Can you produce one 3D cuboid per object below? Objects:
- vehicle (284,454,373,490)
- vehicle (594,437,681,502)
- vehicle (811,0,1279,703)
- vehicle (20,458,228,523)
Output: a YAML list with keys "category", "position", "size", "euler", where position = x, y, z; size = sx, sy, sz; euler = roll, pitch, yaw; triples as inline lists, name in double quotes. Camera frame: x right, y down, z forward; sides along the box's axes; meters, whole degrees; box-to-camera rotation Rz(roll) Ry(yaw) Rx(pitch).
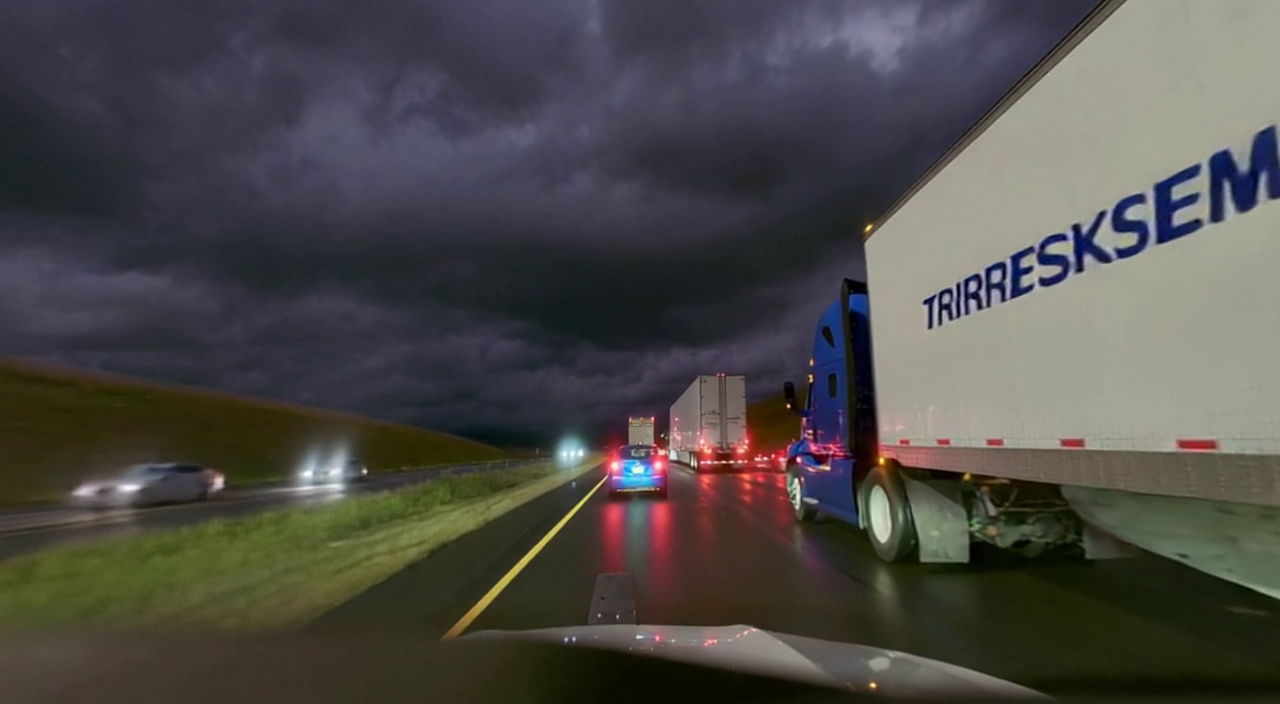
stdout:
- category: "vehicle"
  position: [-15.044, 5.801, 30.676]
  size: [2.081, 1.476, 4.233]
  euler: [-1, -8, 1]
- category: "vehicle"
  position: [-0.084, 3.056, 16.831]
  size: [2.045, 1.507, 3.763]
  euler: [-1, -8, -1]
- category: "vehicle"
  position: [4.339, -0.634, 1.620]
  size: [3.410, 4.438, 14.410]
  euler: [0, -8, -1]
- category: "vehicle"
  position: [-14.531, 3.879, 18.197]
  size: [2.046, 1.490, 4.634]
  euler: [-1, -8, 1]
